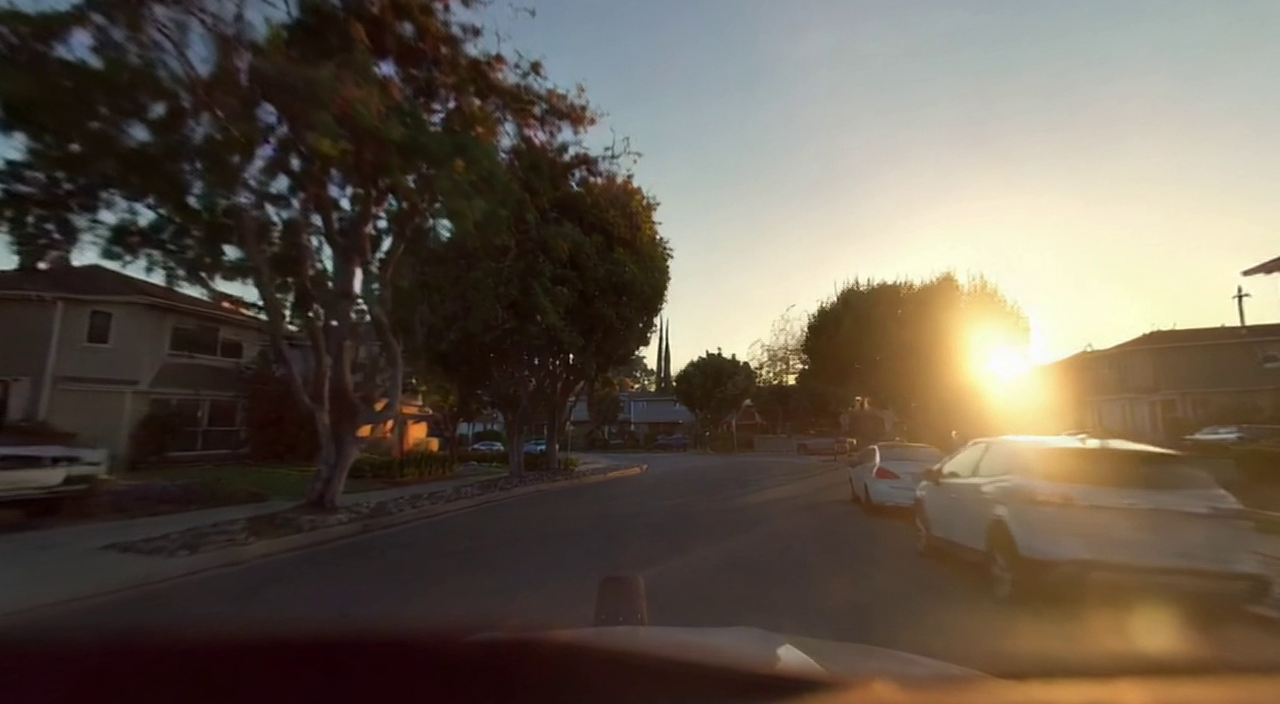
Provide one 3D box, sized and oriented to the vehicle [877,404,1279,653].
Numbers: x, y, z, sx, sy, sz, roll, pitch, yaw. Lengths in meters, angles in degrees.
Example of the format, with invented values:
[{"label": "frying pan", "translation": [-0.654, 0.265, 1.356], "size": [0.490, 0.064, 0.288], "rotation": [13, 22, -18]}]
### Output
[{"label": "vehicle", "translation": [4.190, 1.529, 6.662], "size": [2.075, 1.657, 4.648], "rotation": [-1, -8, 7]}]
